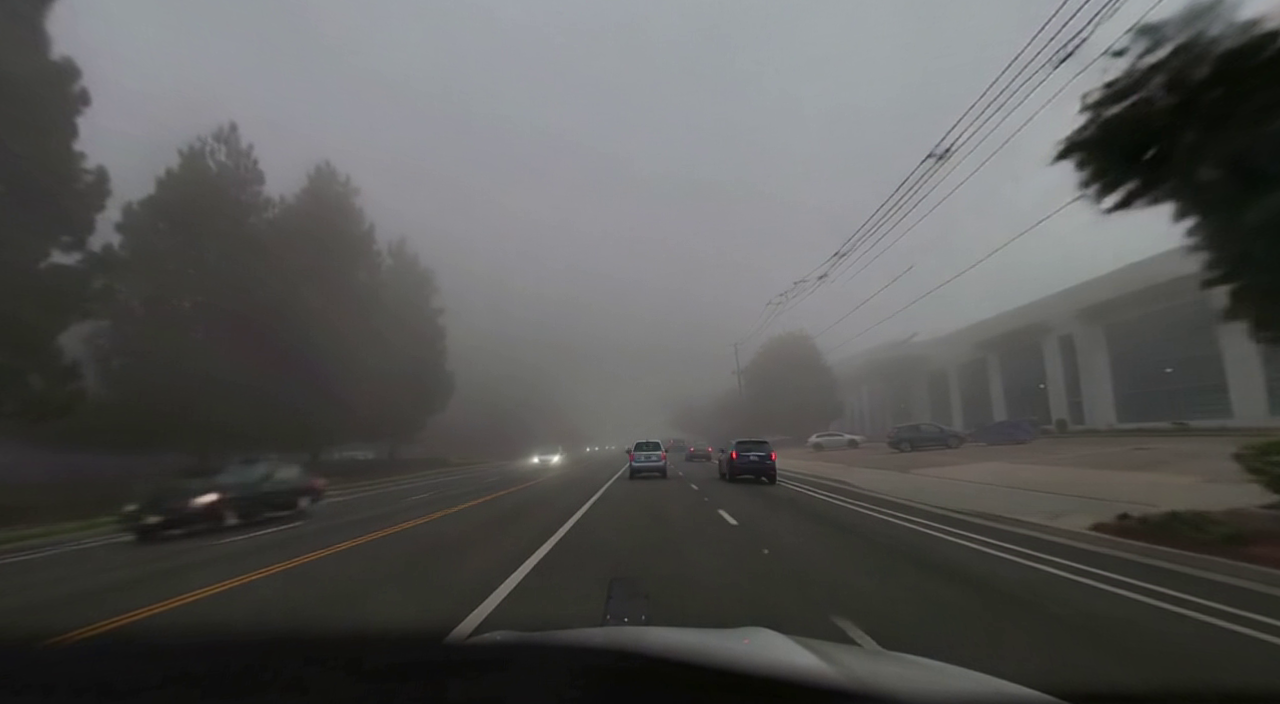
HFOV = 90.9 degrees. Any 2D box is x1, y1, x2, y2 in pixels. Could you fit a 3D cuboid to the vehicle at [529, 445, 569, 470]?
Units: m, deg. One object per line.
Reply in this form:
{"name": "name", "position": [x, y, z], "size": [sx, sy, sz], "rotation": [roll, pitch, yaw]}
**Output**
{"name": "vehicle", "position": [-6.018, 7.055, 42.231], "size": [1.947, 1.541, 4.280], "rotation": [-1, -9, 1]}

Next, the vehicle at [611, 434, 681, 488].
{"name": "vehicle", "position": [0.220, 3.754, 22.019], "size": [2.200, 1.653, 4.127], "rotation": [0, -8, 1]}

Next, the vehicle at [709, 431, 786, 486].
{"name": "vehicle", "position": [3.583, 3.637, 21.726], "size": [1.914, 1.698, 4.049], "rotation": [0, -9, 0]}

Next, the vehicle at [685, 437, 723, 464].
{"name": "vehicle", "position": [4.192, 6.533, 41.955], "size": [2.024, 1.711, 4.512], "rotation": [0, -8, 0]}

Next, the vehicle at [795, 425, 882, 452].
{"name": "vehicle", "position": [15.333, 6.695, 48.812], "size": [5.731, 1.720, 2.822], "rotation": [-8, -10, 31]}

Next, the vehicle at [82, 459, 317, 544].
{"name": "vehicle", "position": [-9.680, 3.266, 14.476], "size": [2.040, 1.507, 4.598], "rotation": [-1, -8, 1]}

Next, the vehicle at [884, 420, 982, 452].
{"name": "vehicle", "position": [16.180, 4.696, 35.010], "size": [4.392, 1.709, 2.002], "rotation": [0, -9, -1]}
